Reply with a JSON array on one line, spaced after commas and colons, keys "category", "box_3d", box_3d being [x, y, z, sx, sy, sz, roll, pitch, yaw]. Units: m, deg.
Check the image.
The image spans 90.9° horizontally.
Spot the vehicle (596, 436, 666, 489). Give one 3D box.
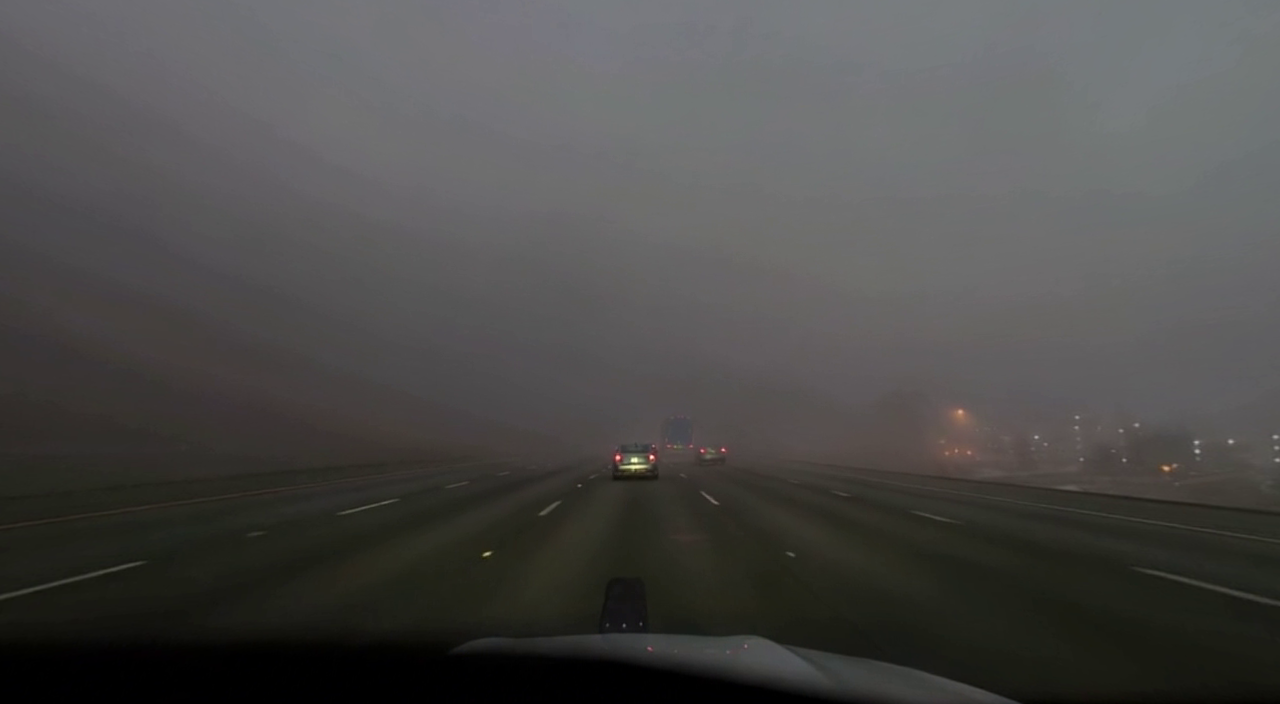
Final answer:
[{"category": "vehicle", "box_3d": [-0.208, 3.490, 20.217, 2.020, 1.516, 3.951, -1, -8, 2]}]

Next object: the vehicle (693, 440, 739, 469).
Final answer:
[{"category": "vehicle", "box_3d": [4.145, 5.693, 35.119, 1.971, 1.472, 4.301, 0, -8, -1]}]
